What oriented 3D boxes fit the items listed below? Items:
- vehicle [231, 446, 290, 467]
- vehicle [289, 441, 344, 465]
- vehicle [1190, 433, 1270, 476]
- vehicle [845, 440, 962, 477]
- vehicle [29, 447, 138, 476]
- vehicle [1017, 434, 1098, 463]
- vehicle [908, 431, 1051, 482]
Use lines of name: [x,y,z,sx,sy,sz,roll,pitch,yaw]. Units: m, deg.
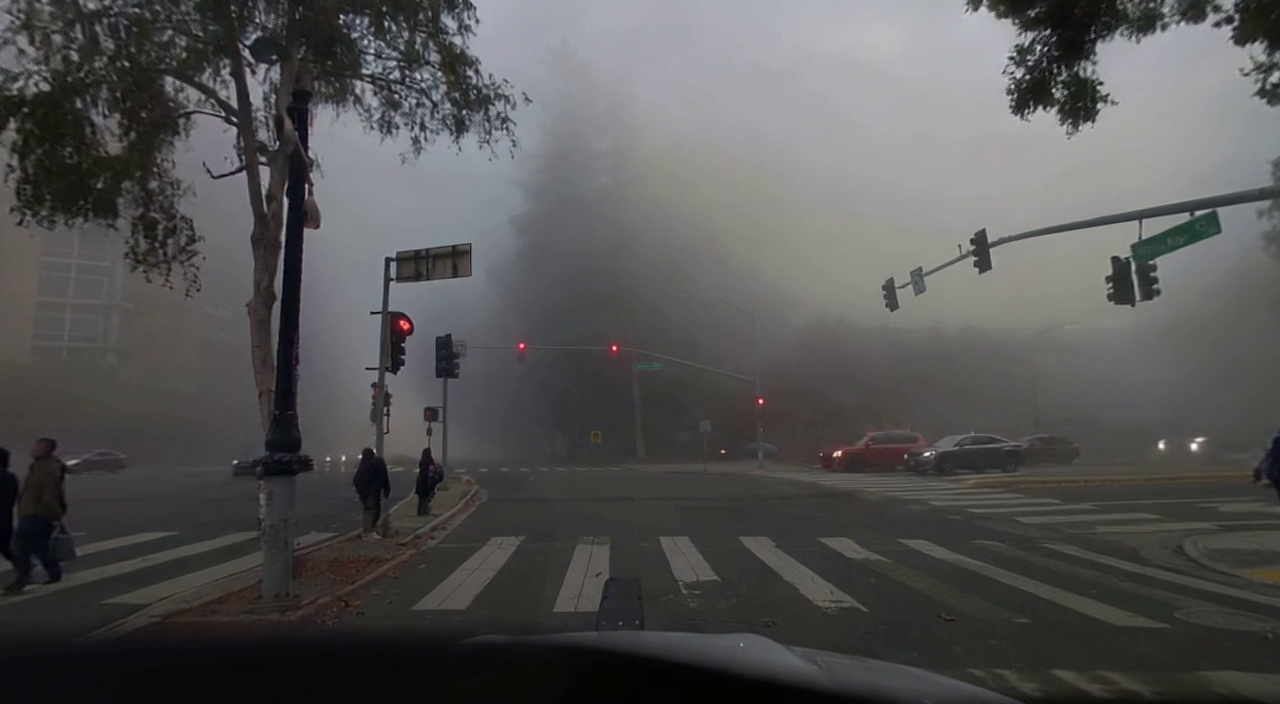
vehicle: [-27.694,7.619,46.212,1.817,1.431,4.239,0,-8,-2]
vehicle: [-24.299,7.579,47.641,1.903,1.652,4.442,0,-8,-3]
vehicle: [23.360,4.039,25.183,2.007,1.540,4.312,-7,-11,40]
vehicle: [11.438,4.621,27.552,4.317,1.491,1.896,1,-9,-11]
vehicle: [-30.771,6.045,35.147,1.811,1.438,4.812,0,-8,-2]
vehicle: [27.881,6.451,42.393,2.066,1.821,4.509,1,-8,-6]
vehicle: [12.899,3.921,24.046,4.742,1.762,2.180,3,-9,-22]
